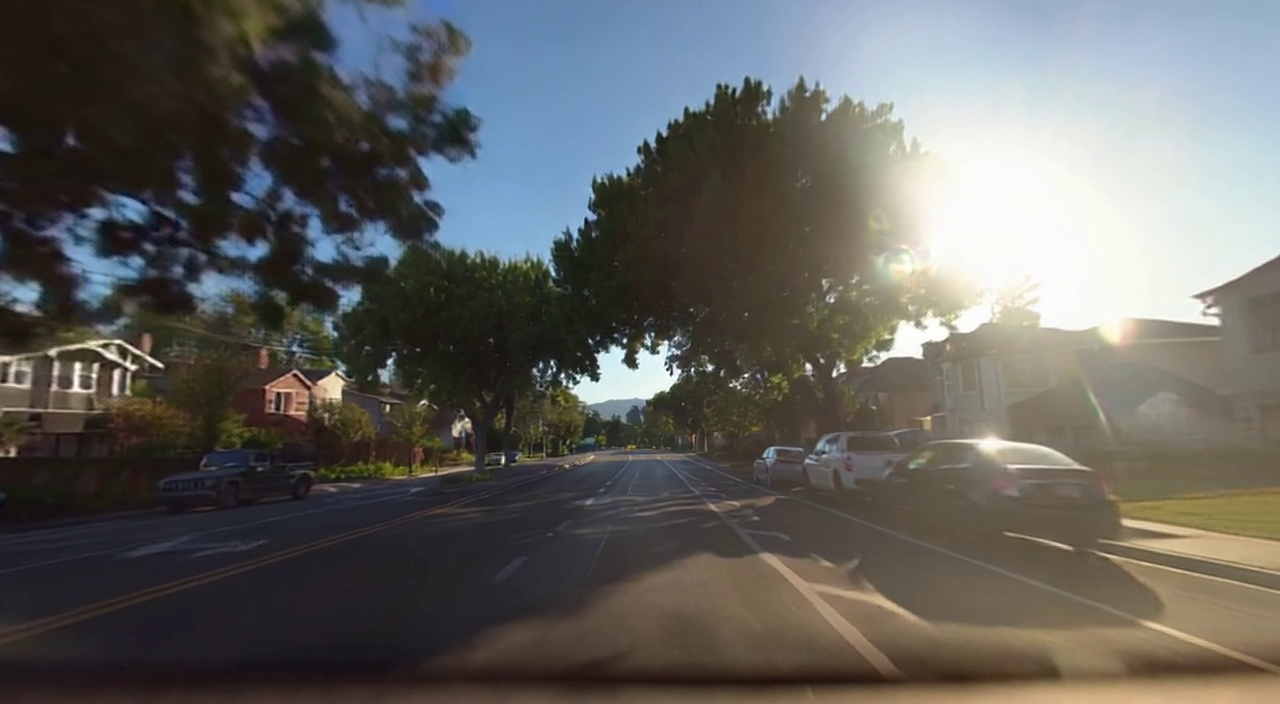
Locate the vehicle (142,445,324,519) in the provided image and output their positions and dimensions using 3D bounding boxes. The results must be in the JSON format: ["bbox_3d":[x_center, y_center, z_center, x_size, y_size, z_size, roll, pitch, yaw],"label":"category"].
[{"bbox_3d":[-11.604,3.670,18.484,2.054,1.704,4.710,-3,-8,3],"label":"vehicle"}]

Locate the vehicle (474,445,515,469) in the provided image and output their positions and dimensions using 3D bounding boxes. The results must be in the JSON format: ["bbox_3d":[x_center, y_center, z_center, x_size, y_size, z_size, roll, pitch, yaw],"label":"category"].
[{"bbox_3d":[-11.147,8.053,48.683,2.023,1.629,4.822,-2,-8,0],"label":"vehicle"}]

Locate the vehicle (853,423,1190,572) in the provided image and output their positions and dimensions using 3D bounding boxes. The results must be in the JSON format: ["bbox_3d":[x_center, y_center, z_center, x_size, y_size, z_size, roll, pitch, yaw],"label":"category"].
[{"bbox_3d":[5.057,1.989,9.549,1.885,1.603,5.235,0,-9,1],"label":"vehicle"}]
